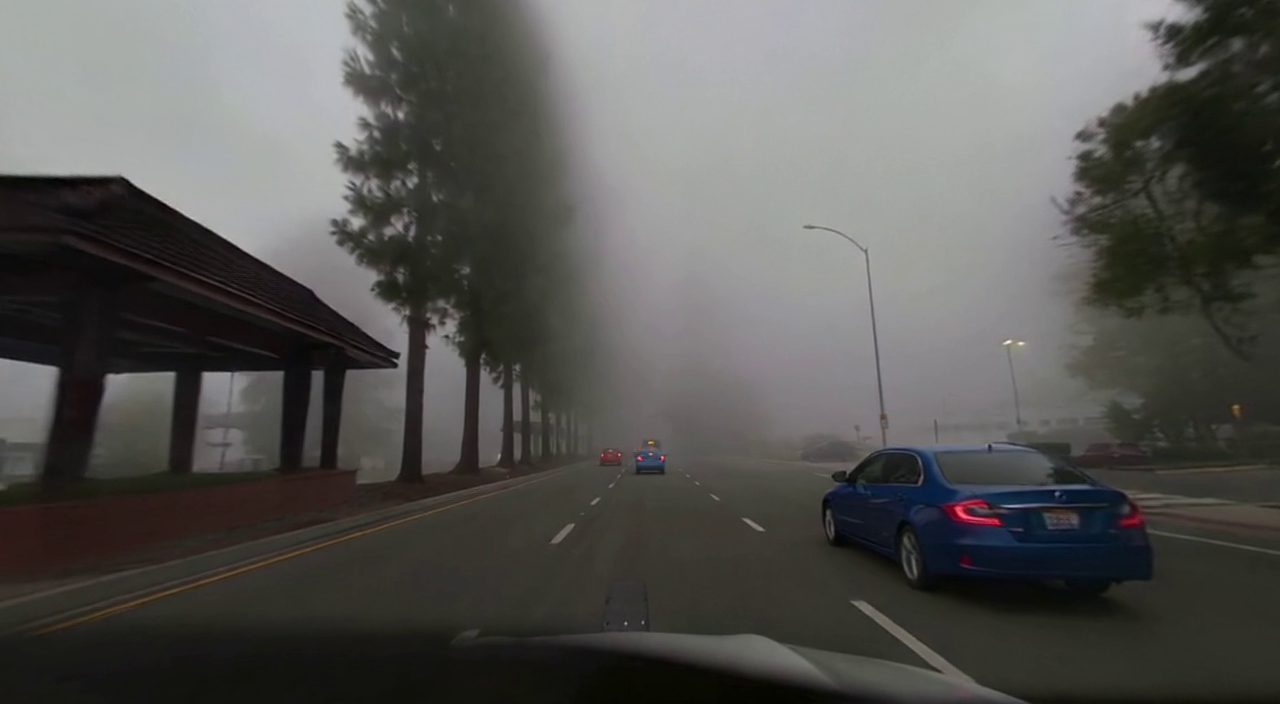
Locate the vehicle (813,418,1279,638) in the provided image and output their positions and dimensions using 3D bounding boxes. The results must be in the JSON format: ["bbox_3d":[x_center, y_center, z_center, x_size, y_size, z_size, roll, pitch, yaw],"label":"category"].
[{"bbox_3d":[3.453,1.537,6.582,2.067,1.497,4.327,0,-8,0],"label":"vehicle"}]

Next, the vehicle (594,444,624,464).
[{"bbox_3d":[-2.393,8.009,49.555,2.036,1.481,4.151,0,-8,1],"label":"vehicle"}]

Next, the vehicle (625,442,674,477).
[{"bbox_3d":[0.422,5.016,29.723,2.144,1.505,4.128,0,-8,0],"label":"vehicle"}]
